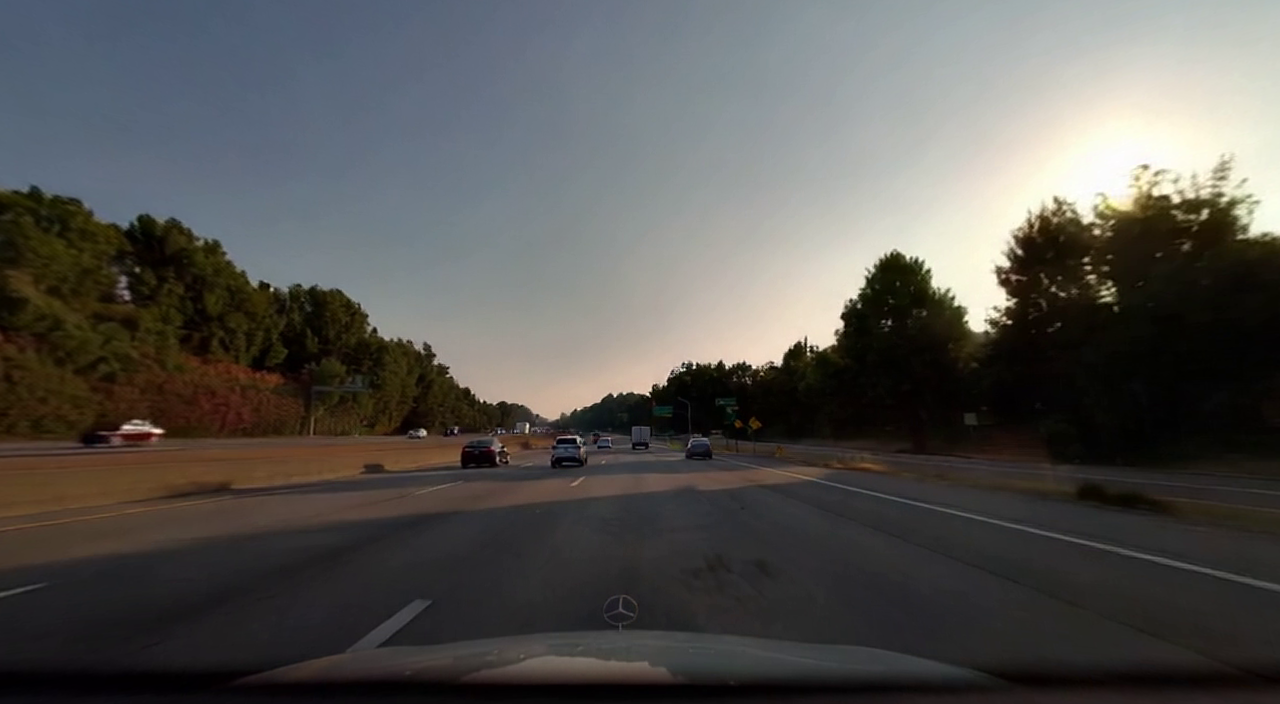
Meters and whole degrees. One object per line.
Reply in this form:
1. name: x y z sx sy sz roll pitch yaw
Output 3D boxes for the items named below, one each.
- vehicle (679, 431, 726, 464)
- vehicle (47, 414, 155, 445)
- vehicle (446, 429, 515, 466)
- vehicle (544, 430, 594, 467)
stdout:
1. vehicle: 3.338 5.226 34.511 2.053 1.698 4.097 0 -9 -1
2. vehicle: -27.410 4.016 32.183 1.839 1.478 4.058 0 -9 1
3. vehicle: -7.965 4.831 31.901 2.237 1.703 4.681 0 -9 0
4. vehicle: -3.479 4.831 31.559 2.002 1.680 4.301 0 -9 0
